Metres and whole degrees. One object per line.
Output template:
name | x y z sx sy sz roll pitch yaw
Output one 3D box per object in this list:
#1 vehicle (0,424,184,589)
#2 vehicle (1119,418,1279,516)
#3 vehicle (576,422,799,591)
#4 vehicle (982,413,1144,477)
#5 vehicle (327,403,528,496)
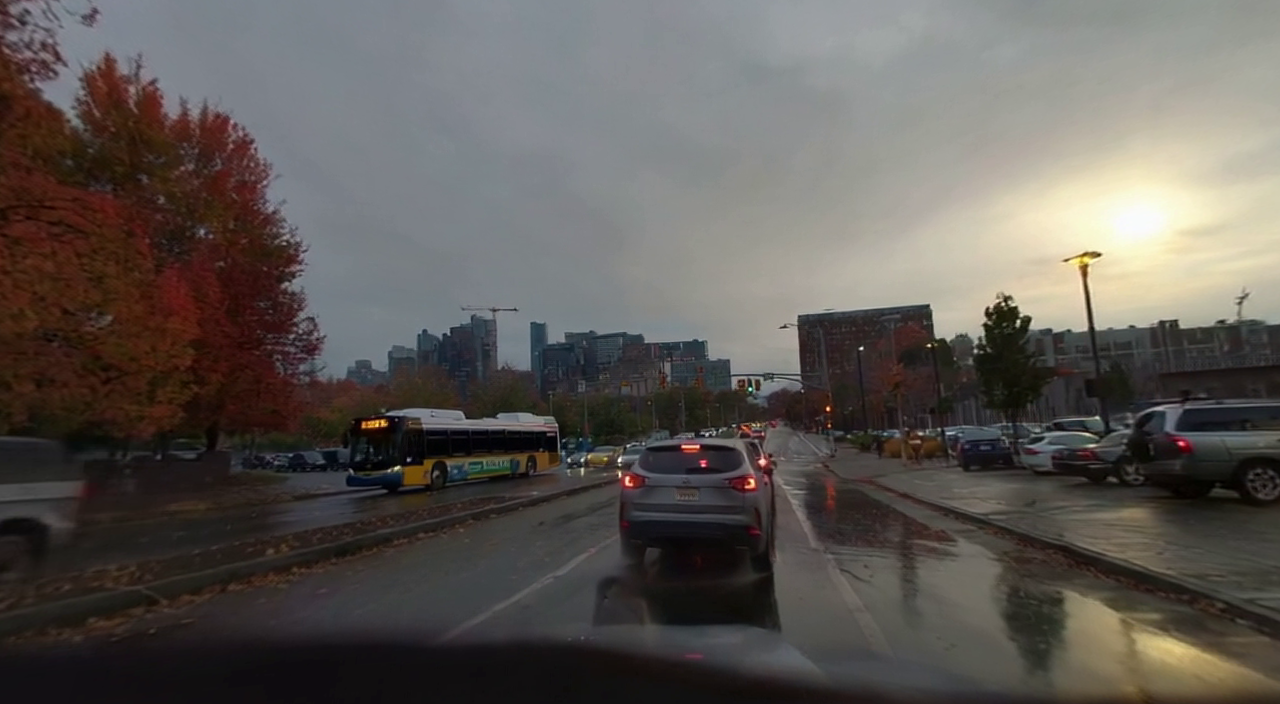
vehicle | -8.010 1.610 6.416 2.147 1.741 5.239 -2 -9 10
vehicle | 11.502 1.833 10.527 4.894 1.451 2.089 -5 -10 11
vehicle | 0.822 1.747 7.927 2.092 1.507 4.078 -2 -9 12
vehicle | 13.671 3.045 20.527 3.693 1.671 2.014 -7 -9 12
vehicle | -8.534 4.319 27.824 3.189 3.205 11.526 -2 -9 10
